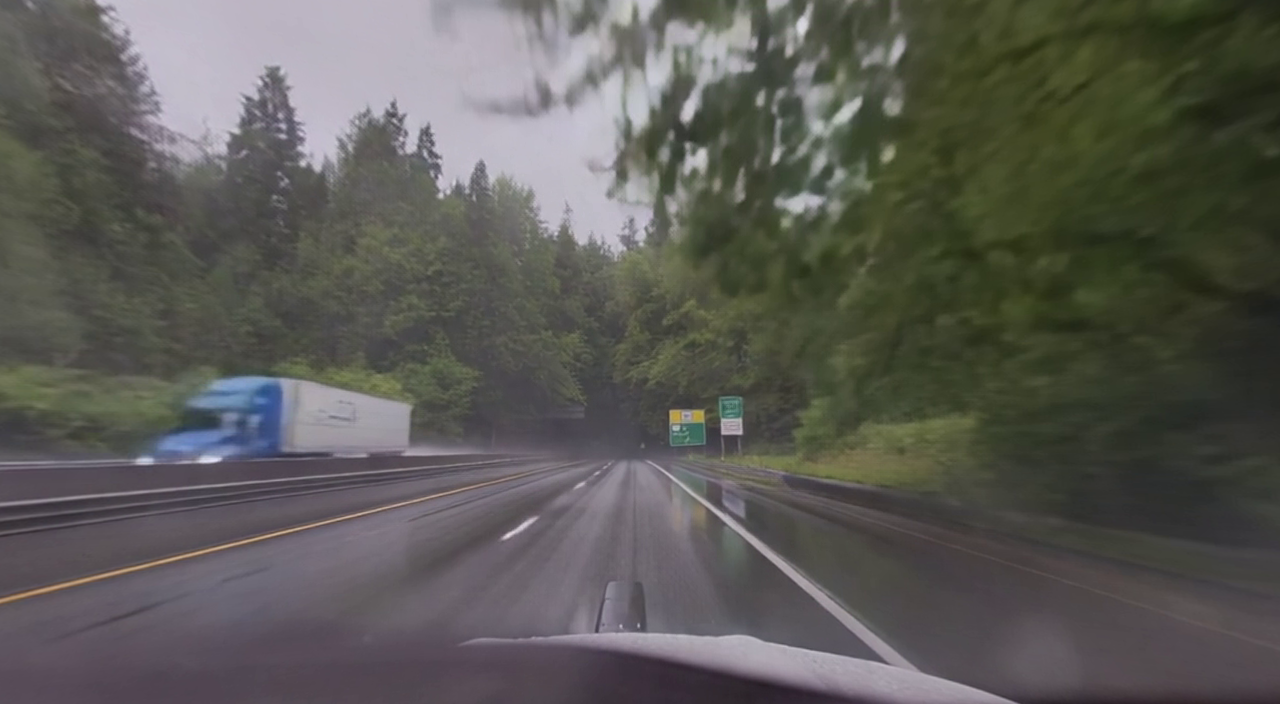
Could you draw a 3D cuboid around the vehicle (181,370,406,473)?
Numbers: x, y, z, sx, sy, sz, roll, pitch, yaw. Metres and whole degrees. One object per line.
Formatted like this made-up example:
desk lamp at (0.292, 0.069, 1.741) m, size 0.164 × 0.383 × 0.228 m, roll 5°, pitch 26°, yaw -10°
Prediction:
vehicle at (-16.908, 4.088, 33.621) m, size 2.908 × 4.077 × 17.001 m, roll 0°, pitch -9°, yaw -2°
